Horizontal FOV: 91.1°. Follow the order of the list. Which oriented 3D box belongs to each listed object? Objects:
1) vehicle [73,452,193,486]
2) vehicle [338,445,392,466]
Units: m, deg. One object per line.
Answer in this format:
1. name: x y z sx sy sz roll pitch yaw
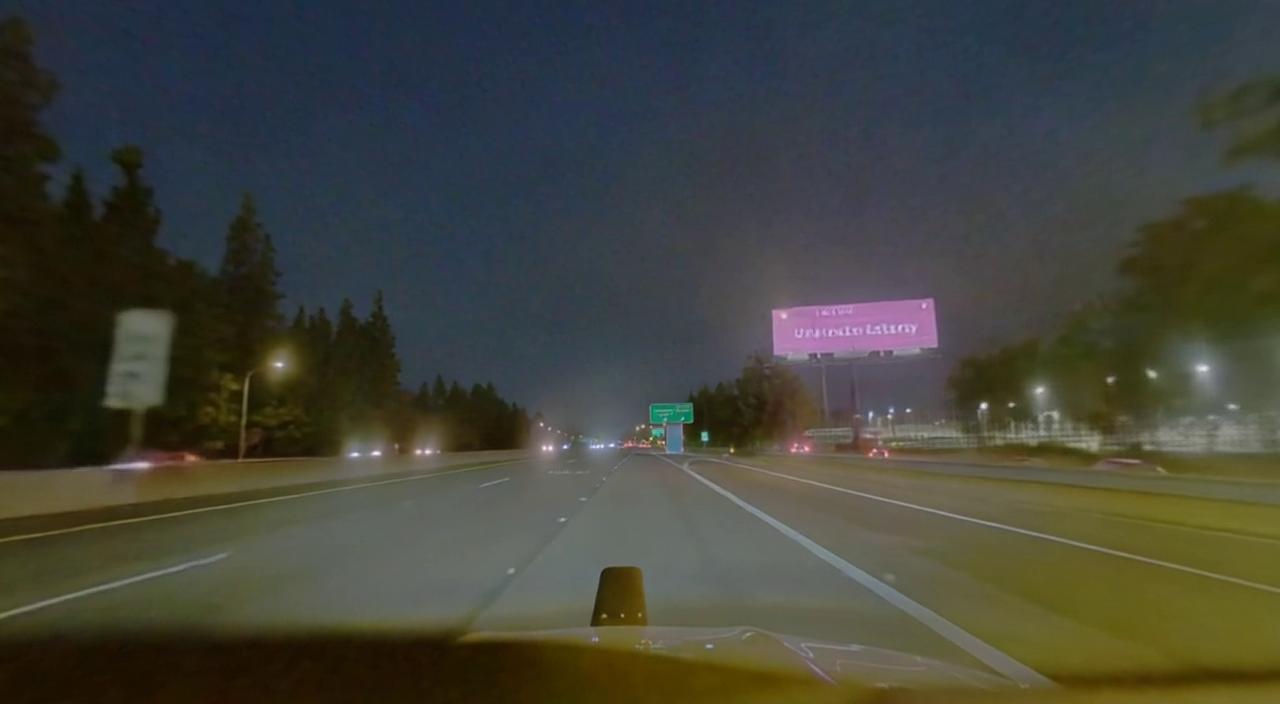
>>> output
1. vehicle: -24.462 5.640 30.558 1.862 1.445 4.694 0 -8 1
2. vehicle: -20.875 7.858 47.814 2.001 1.528 4.616 0 -8 1
